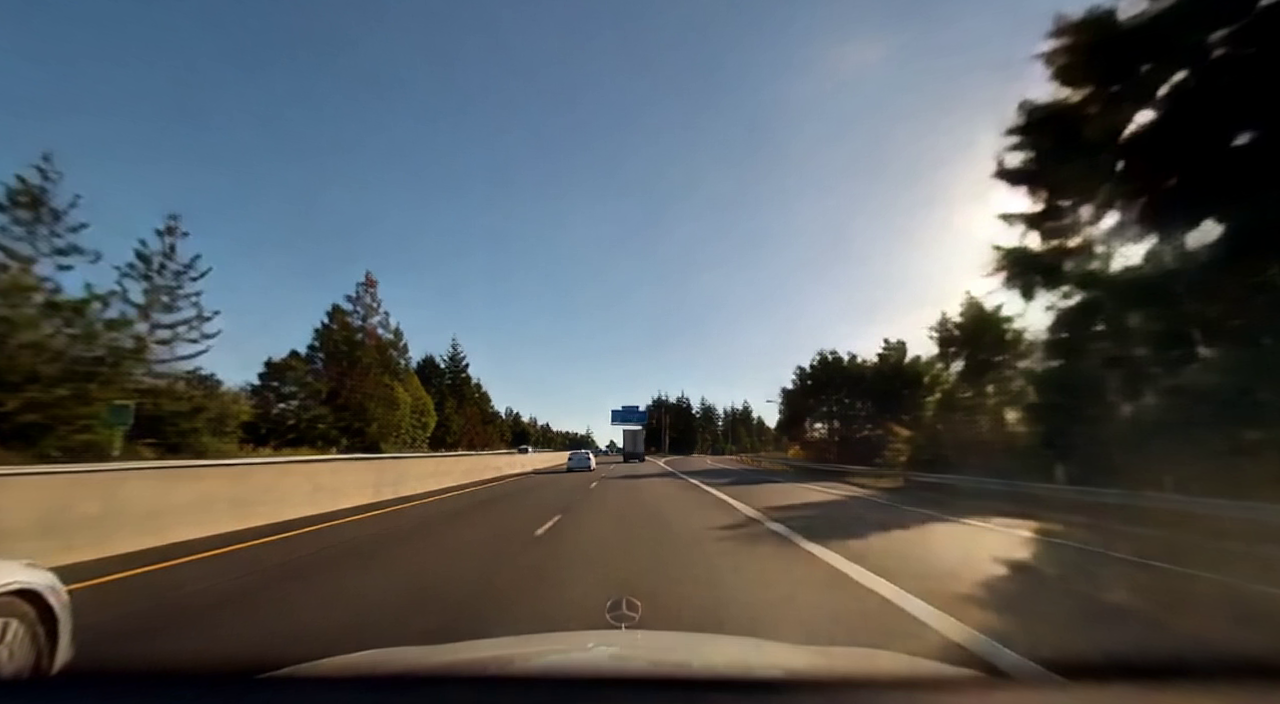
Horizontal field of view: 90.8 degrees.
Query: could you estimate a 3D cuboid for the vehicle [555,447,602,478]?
[{"bbox_3d":[-3.242,5.962,34.309,2.184,1.574,5.004,0,-9,-1],"label":"vehicle"}]
